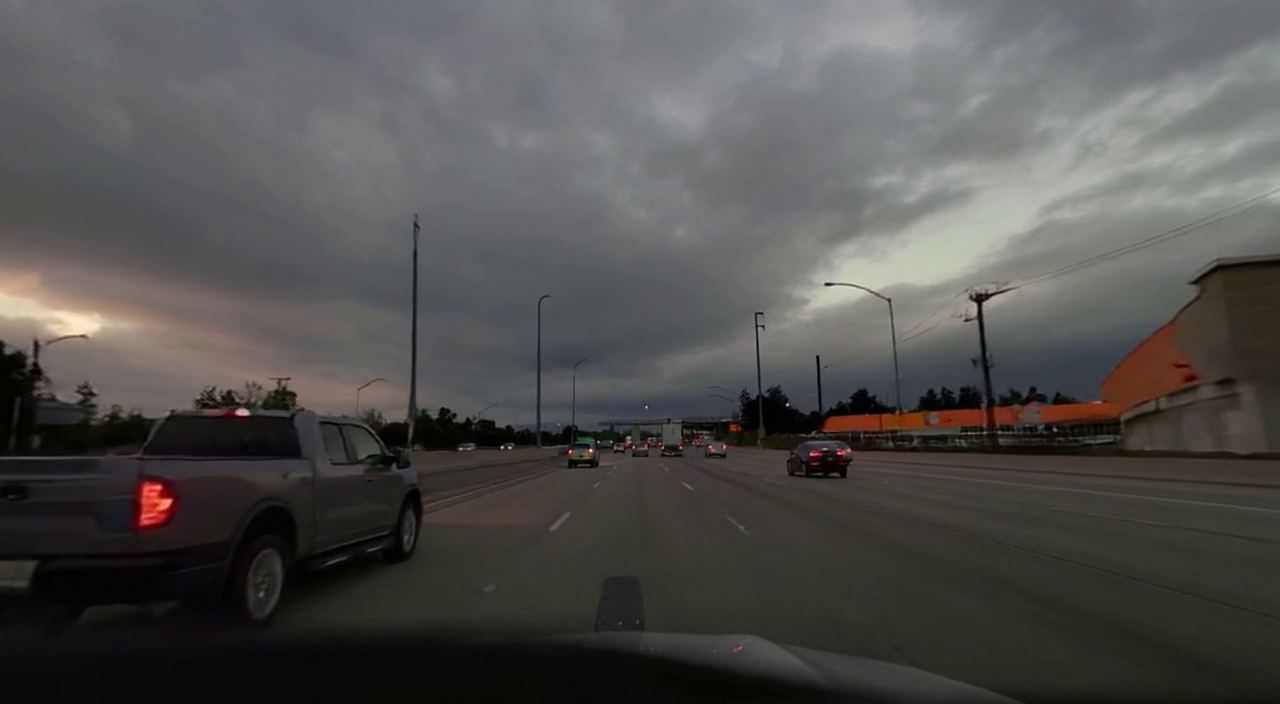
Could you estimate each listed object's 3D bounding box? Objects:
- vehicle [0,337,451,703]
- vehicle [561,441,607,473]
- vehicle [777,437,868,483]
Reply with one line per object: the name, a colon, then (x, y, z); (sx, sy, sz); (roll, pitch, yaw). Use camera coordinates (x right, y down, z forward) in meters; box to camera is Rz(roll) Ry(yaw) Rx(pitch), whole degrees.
vehicle: (-3.349, 1.163, 5.060); (2.130, 1.799, 4.583); (0, -9, 1)
vehicle: (-2.782, 5.310, 32.006); (1.929, 1.521, 4.097); (0, -9, 0)
vehicle: (6.559, 3.932, 23.176); (1.980, 1.501, 4.433); (0, -8, -1)
